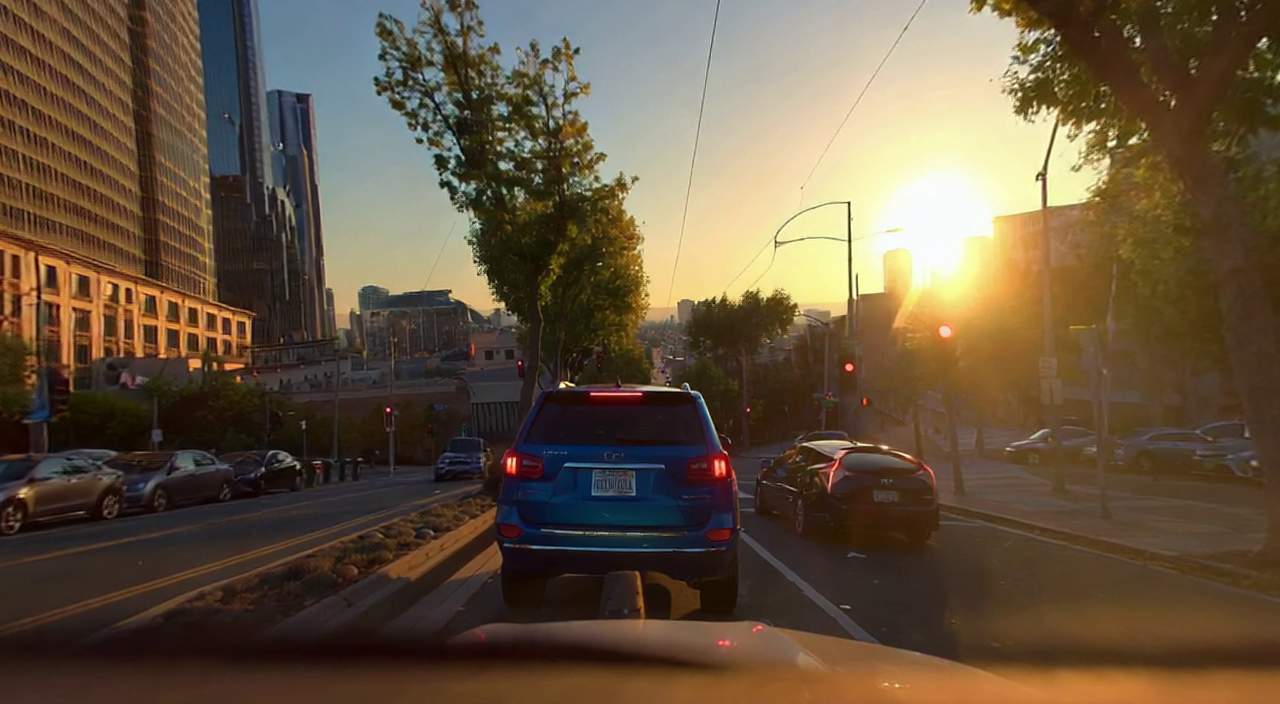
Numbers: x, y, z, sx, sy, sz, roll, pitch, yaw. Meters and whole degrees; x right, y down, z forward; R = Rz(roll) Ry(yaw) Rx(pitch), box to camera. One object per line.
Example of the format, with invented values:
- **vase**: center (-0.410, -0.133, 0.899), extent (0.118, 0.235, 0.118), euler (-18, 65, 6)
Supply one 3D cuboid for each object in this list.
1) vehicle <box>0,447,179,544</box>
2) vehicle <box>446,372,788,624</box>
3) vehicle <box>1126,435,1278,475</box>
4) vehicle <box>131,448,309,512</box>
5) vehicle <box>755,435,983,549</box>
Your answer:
- **vehicle**: center (-12.542, 2.918, 13.452), extent (1.891, 1.723, 4.360), euler (0, -8, 1)
- **vehicle**: center (-0.159, 1.362, 6.755), extent (2.453, 1.816, 4.300), euler (0, -8, 0)
- **vehicle**: center (22.154, 4.053, 24.973), extent (4.055, 1.469, 1.848), euler (-4, -9, 25)
- **vehicle**: center (-12.463, 3.782, 19.130), extent (2.207, 1.648, 4.675), euler (0, -8, -1)
- **vehicle**: center (3.289, 2.085, 10.075), extent (2.056, 1.422, 4.130), euler (0, -8, -1)
